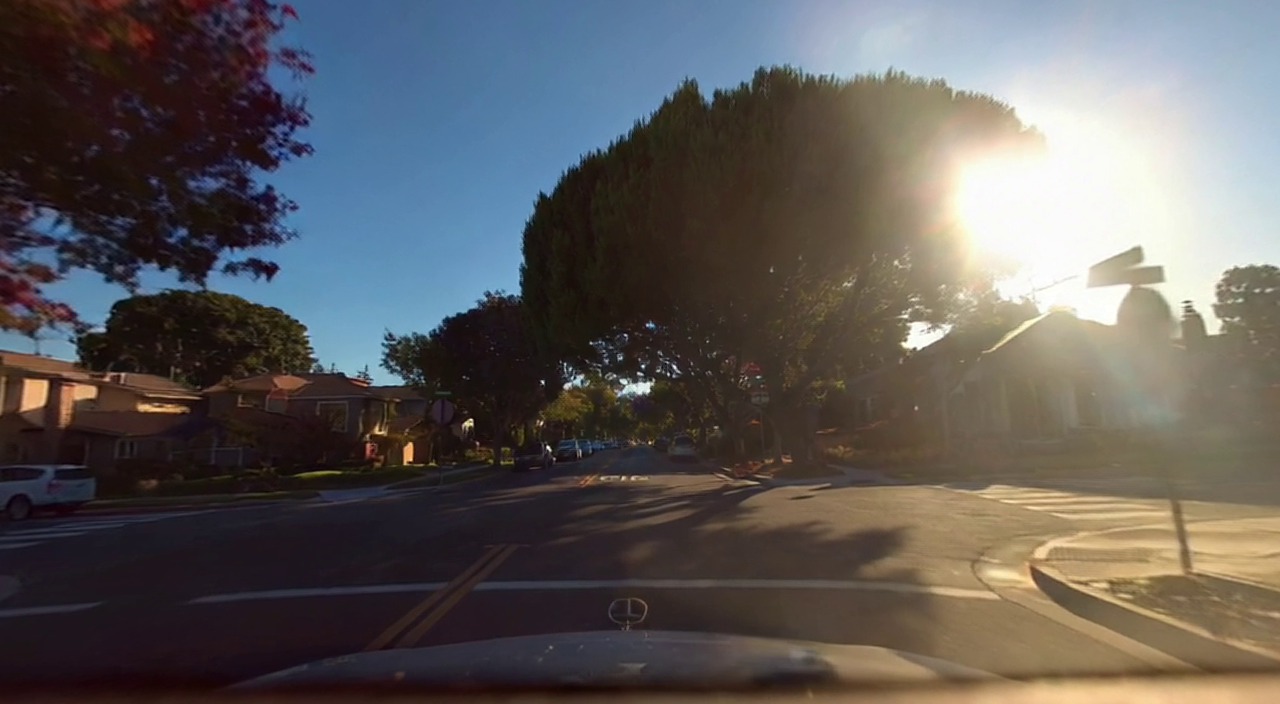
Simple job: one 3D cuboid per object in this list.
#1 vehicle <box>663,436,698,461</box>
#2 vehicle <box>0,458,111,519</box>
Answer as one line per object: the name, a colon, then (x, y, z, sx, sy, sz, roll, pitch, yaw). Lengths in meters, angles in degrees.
vehicle: (2.873, 7.000, 45.767, 2.220, 1.753, 3.862, 0, -8, -1)
vehicle: (-18.880, 4.028, 18.773, 4.334, 1.632, 1.996, 0, -8, -1)
